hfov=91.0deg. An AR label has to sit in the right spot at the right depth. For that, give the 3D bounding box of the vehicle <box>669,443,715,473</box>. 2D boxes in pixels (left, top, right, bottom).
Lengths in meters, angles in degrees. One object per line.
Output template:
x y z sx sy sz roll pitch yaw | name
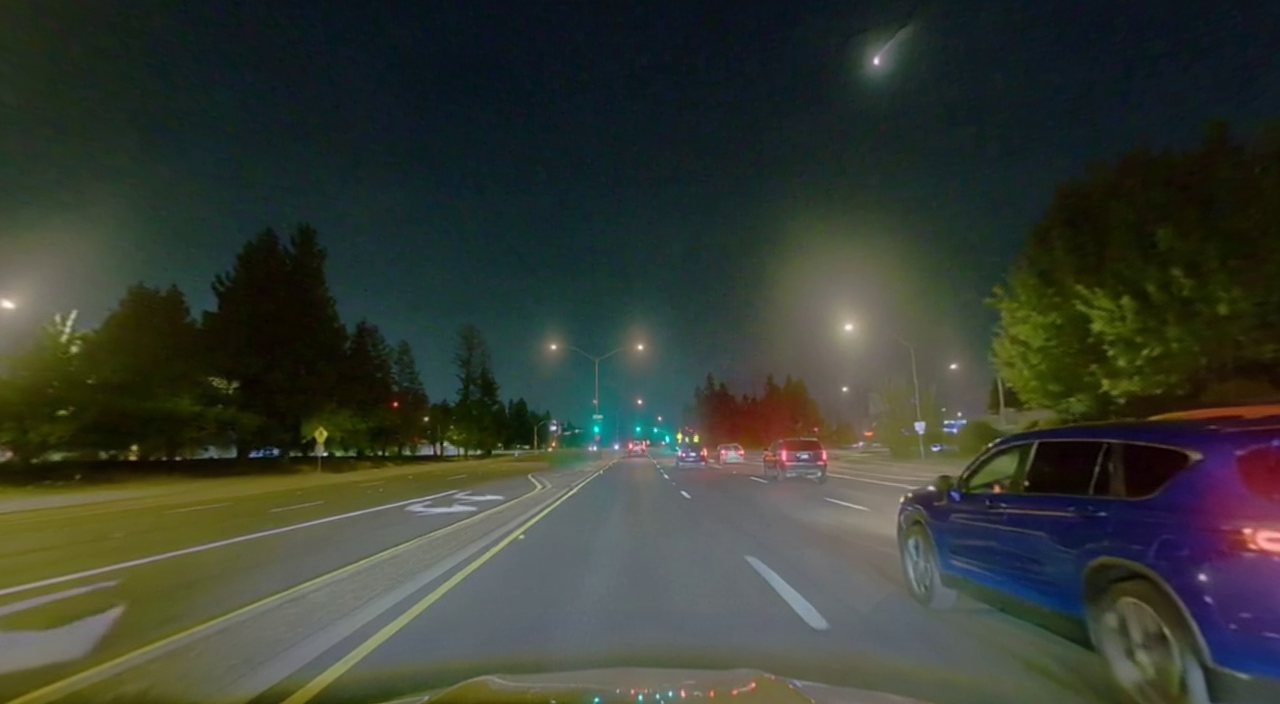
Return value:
2.682 5.567 33.387 1.980 1.484 4.093 0 -8 -1 | vehicle

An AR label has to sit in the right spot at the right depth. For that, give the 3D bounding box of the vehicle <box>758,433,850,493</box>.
5.104 3.496 20.183 2.075 1.698 4.142 -1 -8 4 | vehicle

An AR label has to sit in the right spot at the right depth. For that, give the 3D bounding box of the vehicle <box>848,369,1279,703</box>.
3.132 1.086 3.851 1.932 1.547 4.992 0 -8 -1 | vehicle

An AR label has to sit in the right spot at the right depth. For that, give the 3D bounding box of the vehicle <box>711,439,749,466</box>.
6.394 7.156 44.968 1.919 1.774 4.720 0 -8 -1 | vehicle
